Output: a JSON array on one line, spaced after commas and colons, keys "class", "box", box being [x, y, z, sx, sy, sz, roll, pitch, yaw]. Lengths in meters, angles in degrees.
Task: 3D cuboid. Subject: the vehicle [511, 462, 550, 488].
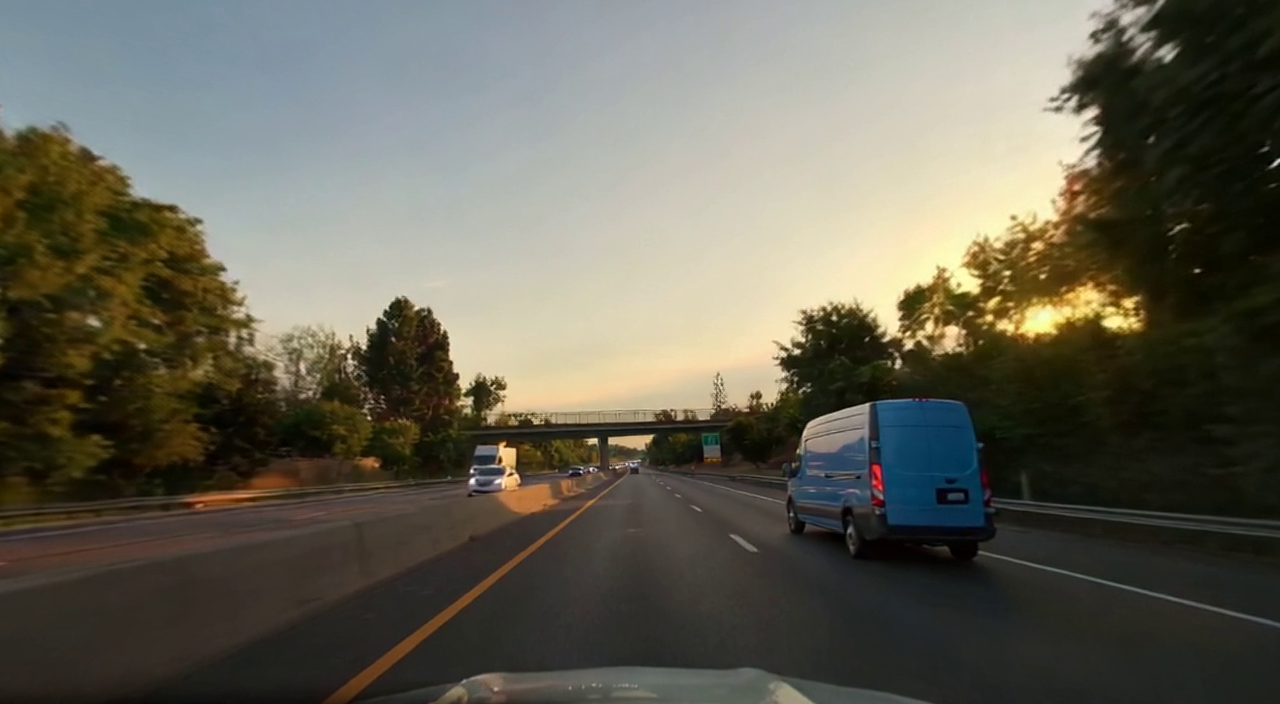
[{"class": "vehicle", "box": [-7.745, 8.767, 44.936, 1.933, 1.723, 4.614, 1, -10, 0]}]

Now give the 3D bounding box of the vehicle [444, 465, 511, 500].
[{"class": "vehicle", "box": [-7.571, 6.135, 29.747, 1.907, 1.494, 4.554, 1, -10, 0]}]

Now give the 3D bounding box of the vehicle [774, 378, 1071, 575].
[{"class": "vehicle", "box": [4.502, 2.270, 11.861, 2.372, 2.581, 6.763, 1, -10, -1]}]
